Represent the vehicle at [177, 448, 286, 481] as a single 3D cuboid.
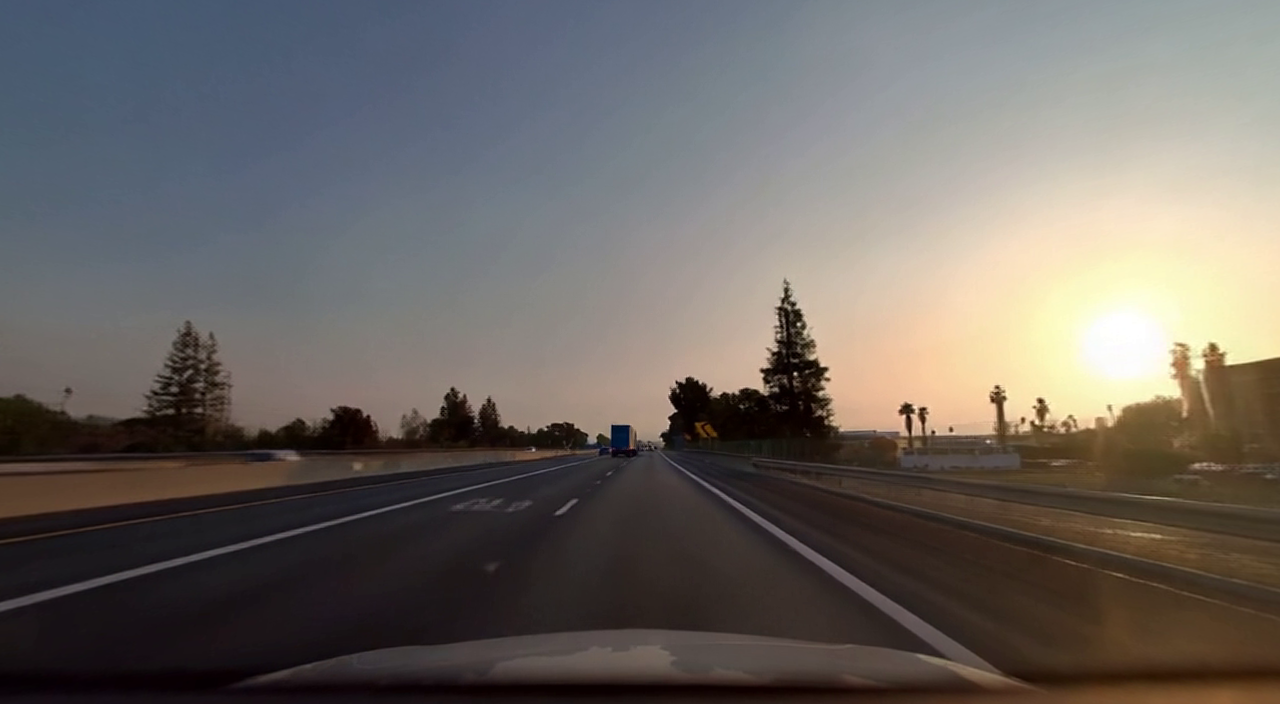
[{"bbox_3d":[-19.266,5.303,30.037,2.178,1.443,4.388,0,-8,1],"label":"vehicle"}]
